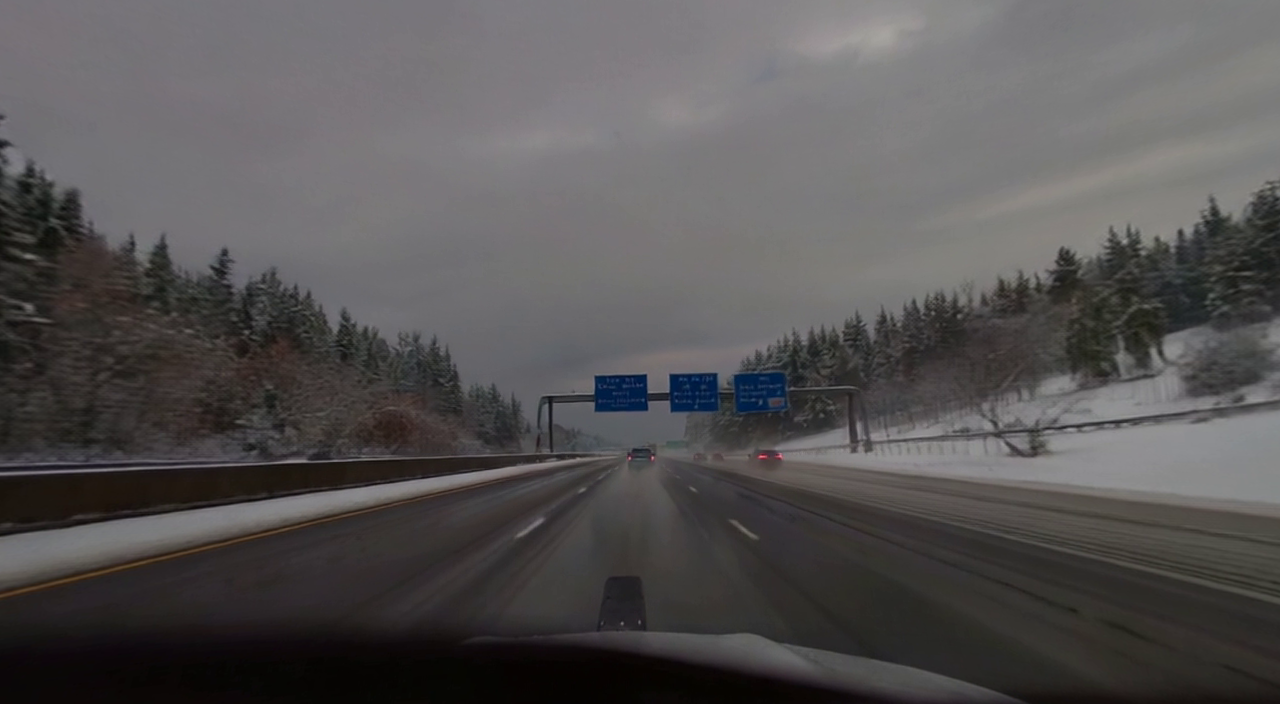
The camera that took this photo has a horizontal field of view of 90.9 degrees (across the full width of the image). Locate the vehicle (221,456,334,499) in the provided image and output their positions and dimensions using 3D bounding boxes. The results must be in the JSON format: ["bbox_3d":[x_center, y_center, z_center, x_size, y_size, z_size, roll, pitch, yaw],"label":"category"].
[{"bbox_3d":[-14.367,4.969,25.299,1.841,1.472,4.463,0,-9,0],"label":"vehicle"}]

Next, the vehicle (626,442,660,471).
[{"bbox_3d":[0.202,7.113,43.015,2.167,1.847,4.097,0,-9,1],"label":"vehicle"}]
